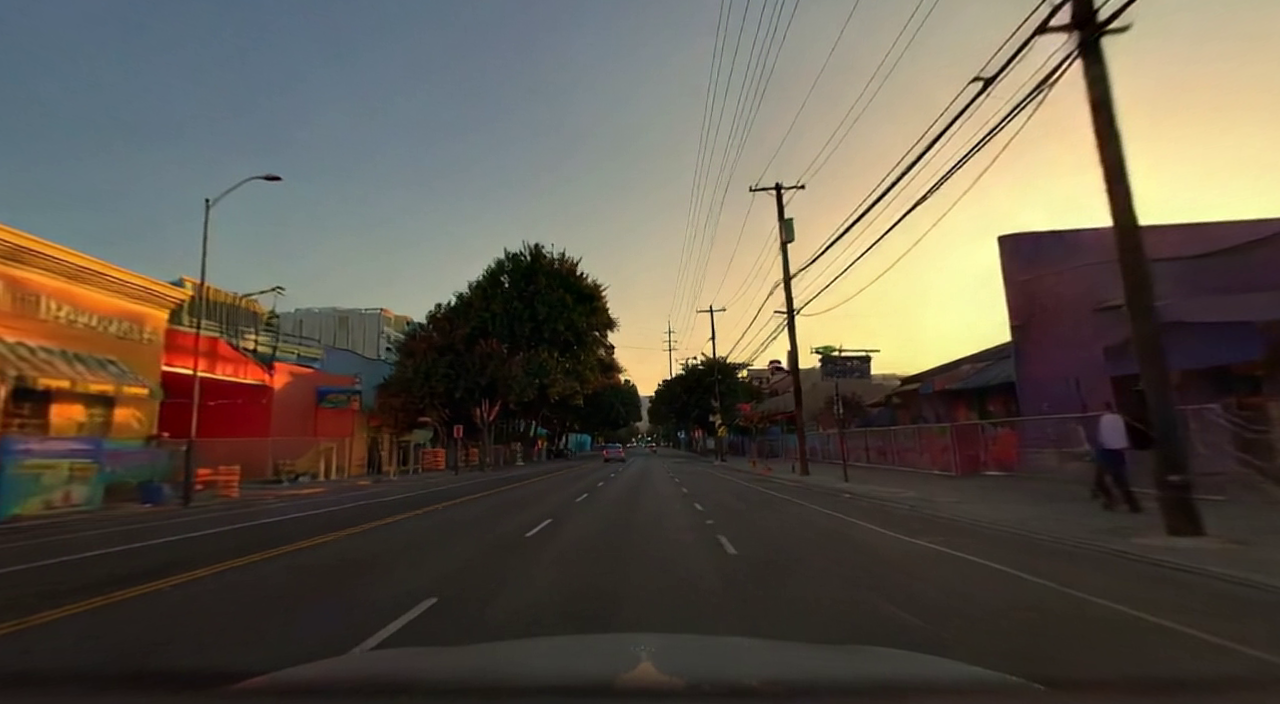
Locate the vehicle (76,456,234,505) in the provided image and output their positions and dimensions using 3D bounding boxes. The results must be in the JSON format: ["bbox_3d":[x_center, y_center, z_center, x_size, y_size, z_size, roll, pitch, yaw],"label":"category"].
[{"bbox_3d":[-17.253,4.552,22.806,1.995,1.460,4.802,0,-8,-1],"label":"vehicle"}]
